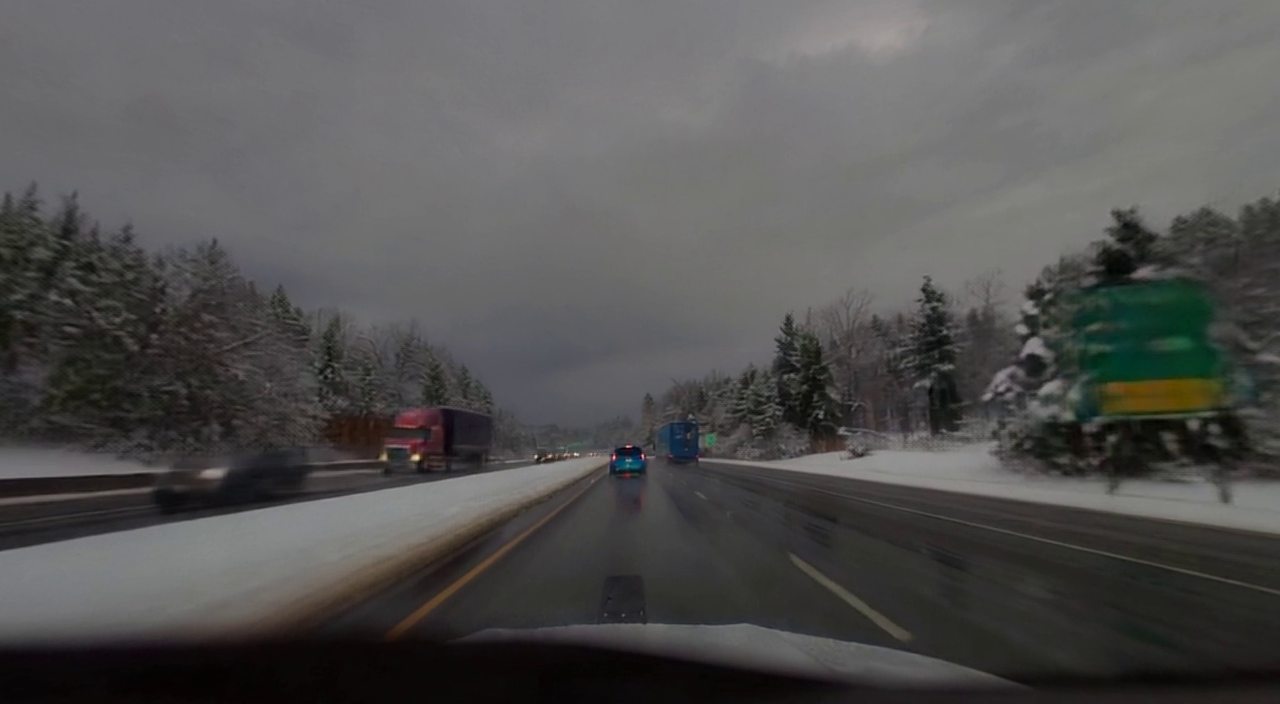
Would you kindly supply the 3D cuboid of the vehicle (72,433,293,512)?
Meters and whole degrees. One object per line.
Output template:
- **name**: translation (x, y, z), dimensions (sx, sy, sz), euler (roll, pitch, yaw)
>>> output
- **vehicle**: translation (-10.393, 2.757, 14.817), dimensions (1.890, 1.575, 4.211), euler (-1, -9, 2)

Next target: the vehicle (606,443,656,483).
- **vehicle**: translation (-0.444, 5.186, 29.603), dimensions (2.190, 1.706, 4.062), euler (0, -9, -1)

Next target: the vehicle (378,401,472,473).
- **vehicle**: translation (-13.187, 5.423, 39.610), dimensions (3.019, 4.044, 8.230), euler (0, -9, 0)
